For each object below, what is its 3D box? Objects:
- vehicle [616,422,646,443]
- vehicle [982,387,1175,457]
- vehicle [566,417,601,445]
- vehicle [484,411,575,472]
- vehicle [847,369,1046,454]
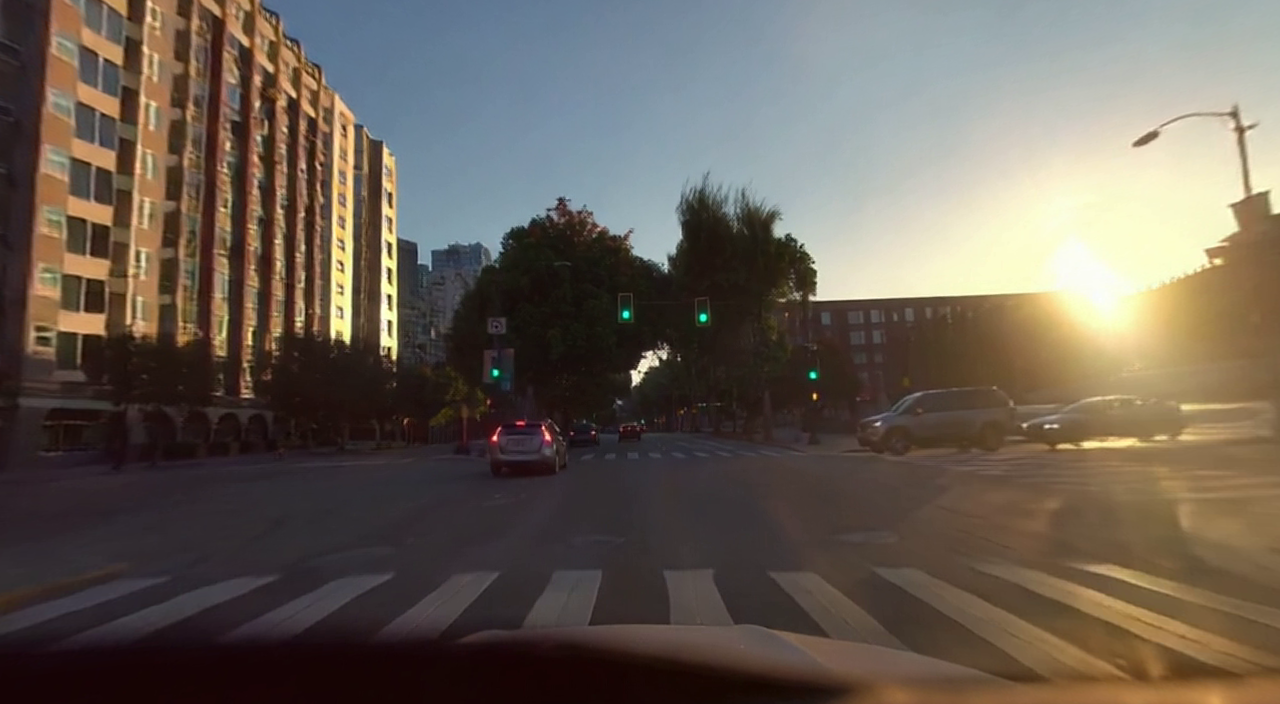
[{"bbox_3d":[-0.700,5.806,45.289,2.095,1.438,3.843,0,-8,-2],"label":"vehicle"},{"bbox_3d":[13.133,2.106,19.146,4.328,1.742,1.942,-3,-6,-2],"label":"vehicle"},{"bbox_3d":[-3.841,5.492,43.562,2.152,1.802,4.628,0,-8,-2],"label":"vehicle"},{"bbox_3d":[-3.389,2.869,20.294,2.116,1.725,4.315,-1,-8,0],"label":"vehicle"},{"bbox_3d":[11.753,2.338,24.631,6.233,2.668,2.627,-4,-7,-3],"label":"vehicle"}]
